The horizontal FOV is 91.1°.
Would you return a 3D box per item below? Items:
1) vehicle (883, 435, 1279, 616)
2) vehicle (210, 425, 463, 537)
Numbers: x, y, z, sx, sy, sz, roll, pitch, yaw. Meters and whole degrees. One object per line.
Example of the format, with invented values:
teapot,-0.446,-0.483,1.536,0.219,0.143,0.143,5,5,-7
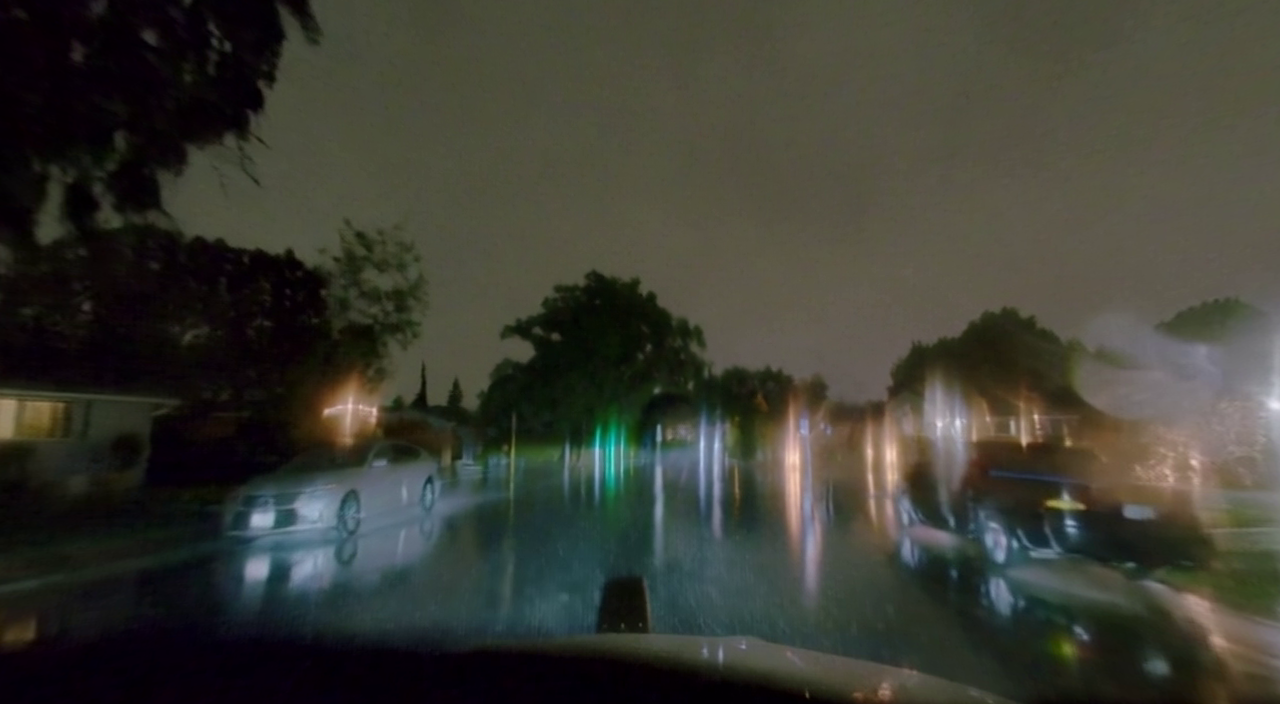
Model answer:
vehicle,4.624,1.732,7.546,1.931,1.395,4.793,1,-8,6
vehicle,-5.098,2.300,11.467,1.943,1.433,4.717,-6,-11,5
